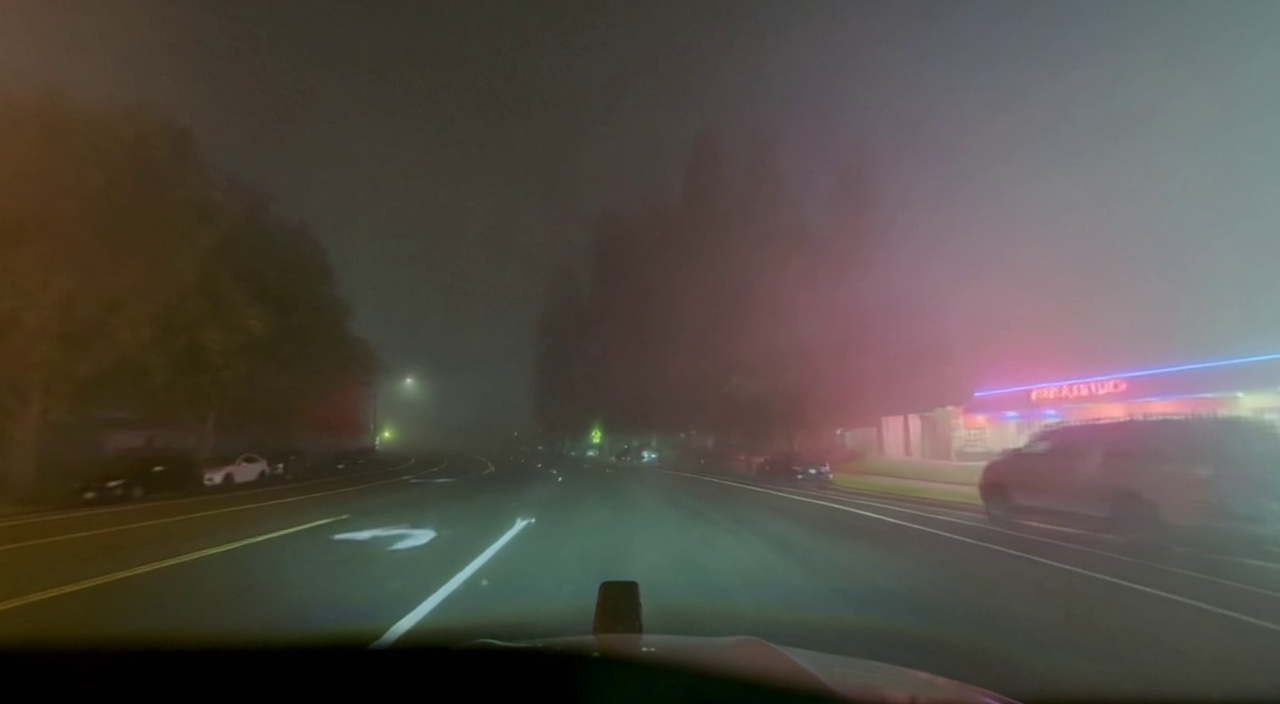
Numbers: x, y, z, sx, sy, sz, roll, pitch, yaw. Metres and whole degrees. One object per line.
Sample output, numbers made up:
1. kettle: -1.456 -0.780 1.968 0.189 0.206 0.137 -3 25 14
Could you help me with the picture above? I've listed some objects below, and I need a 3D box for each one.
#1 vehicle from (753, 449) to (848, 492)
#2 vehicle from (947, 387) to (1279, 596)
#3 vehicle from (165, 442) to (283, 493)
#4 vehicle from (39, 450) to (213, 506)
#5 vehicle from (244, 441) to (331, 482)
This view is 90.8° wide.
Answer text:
1. vehicle: 6.093 4.534 24.645 1.872 1.515 4.799 1 -9 -8
2. vehicle: 7.479 1.875 9.524 2.543 2.114 5.984 0 -9 -2
3. vehicle: -15.909 4.398 24.493 1.927 1.748 4.474 1 -9 -7
4. vehicle: -15.473 3.777 19.436 2.027 1.470 4.550 1 -9 -9
5. vehicle: -16.925 5.268 30.685 1.876 1.772 5.125 1 -9 -8
